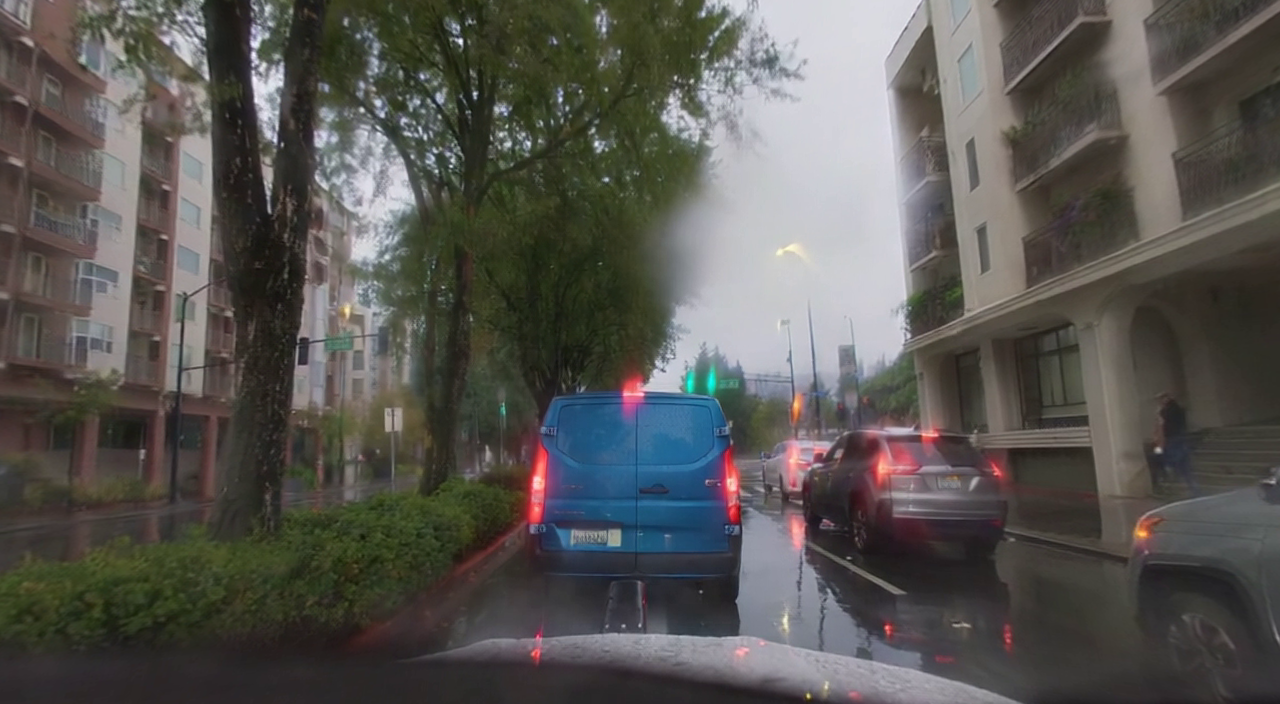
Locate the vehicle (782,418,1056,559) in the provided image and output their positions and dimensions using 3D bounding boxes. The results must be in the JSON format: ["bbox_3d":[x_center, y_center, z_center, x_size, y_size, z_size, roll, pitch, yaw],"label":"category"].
[{"bbox_3d":[3.917,2.009,10.044,2.061,1.676,4.734,0,-9,-2],"label":"vehicle"}]

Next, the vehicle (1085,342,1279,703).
[{"bbox_3d":[3.809,0.692,1.730,2.157,1.748,4.130,0,-9,1],"label":"vehicle"}]

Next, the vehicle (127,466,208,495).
[{"bbox_3d":[-33.281,9.056,44.509,4.292,1.492,1.772,-6,-14,-1],"label":"vehicle"}]

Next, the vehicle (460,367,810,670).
[{"bbox_3d":[-0.032,1.324,6.032,2.101,1.828,4.270,0,-9,0],"label":"vehicle"}]

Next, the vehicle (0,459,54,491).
[{"bbox_3d":[-35.470,6.828,35.122,3.843,1.680,1.782,-1,-9,4],"label":"vehicle"}]

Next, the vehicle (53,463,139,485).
[{"bbox_3d":[-38.460,8.628,44.621,4.396,1.458,1.809,-1,-9,2],"label":"vehicle"}]
